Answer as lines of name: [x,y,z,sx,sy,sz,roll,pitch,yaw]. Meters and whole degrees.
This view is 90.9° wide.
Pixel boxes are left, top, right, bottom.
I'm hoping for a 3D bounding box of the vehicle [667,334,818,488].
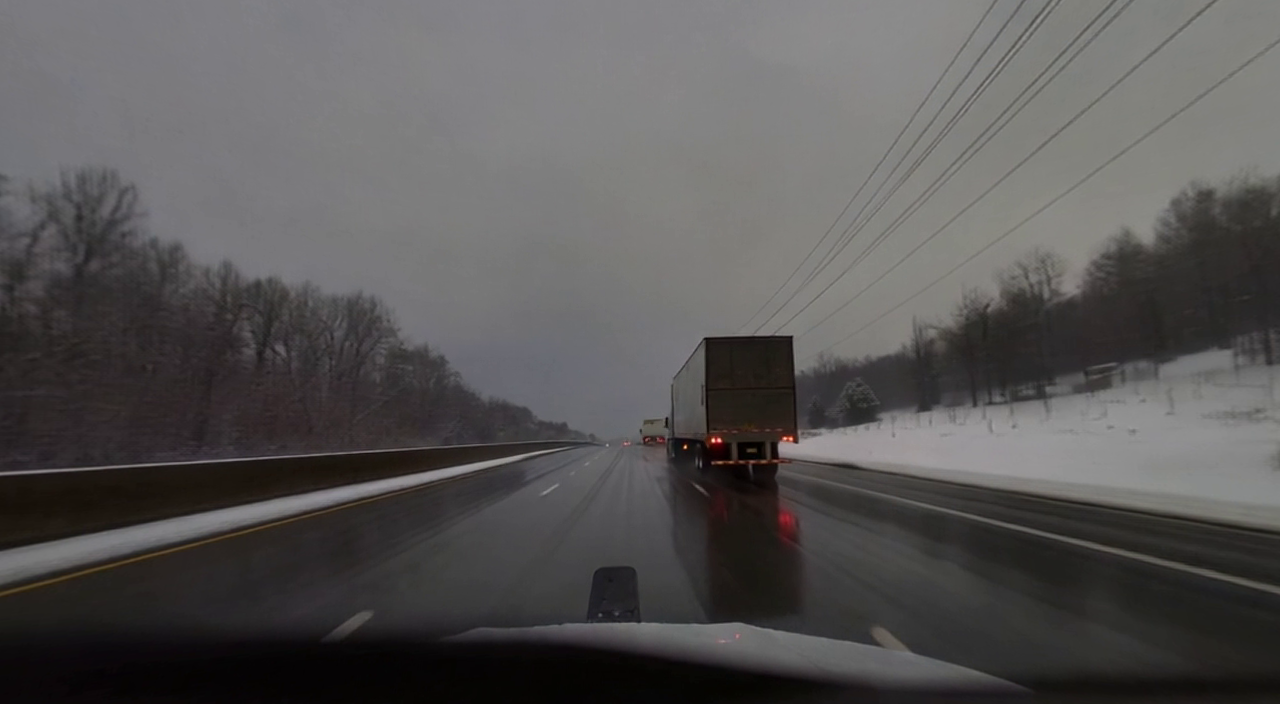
vehicle: [3.013,2.488,23.768,2.905,4.080,14.157,0,-8,-2]
